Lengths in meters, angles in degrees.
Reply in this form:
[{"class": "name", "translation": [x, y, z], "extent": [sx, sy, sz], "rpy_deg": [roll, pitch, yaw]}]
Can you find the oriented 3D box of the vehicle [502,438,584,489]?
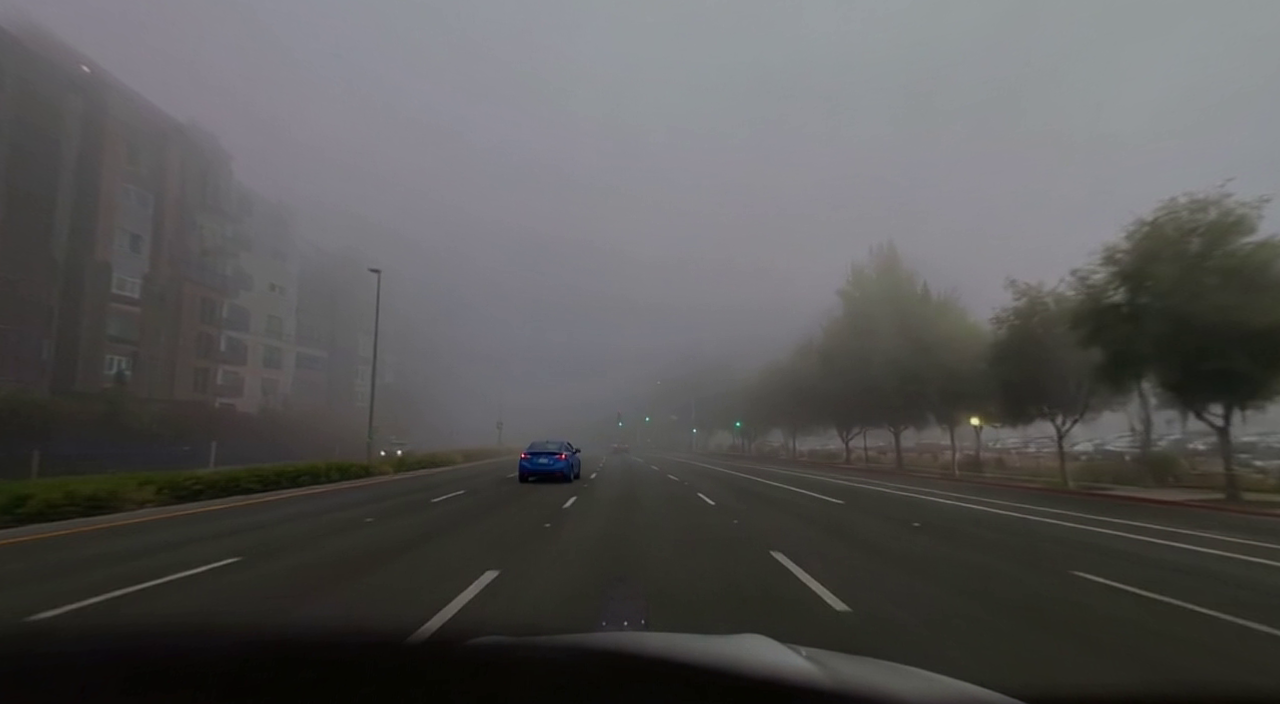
[{"class": "vehicle", "translation": [-3.098, 3.645, 21.049], "extent": [2.009, 1.489, 4.543], "rpy_deg": [0, -8, 0]}]
